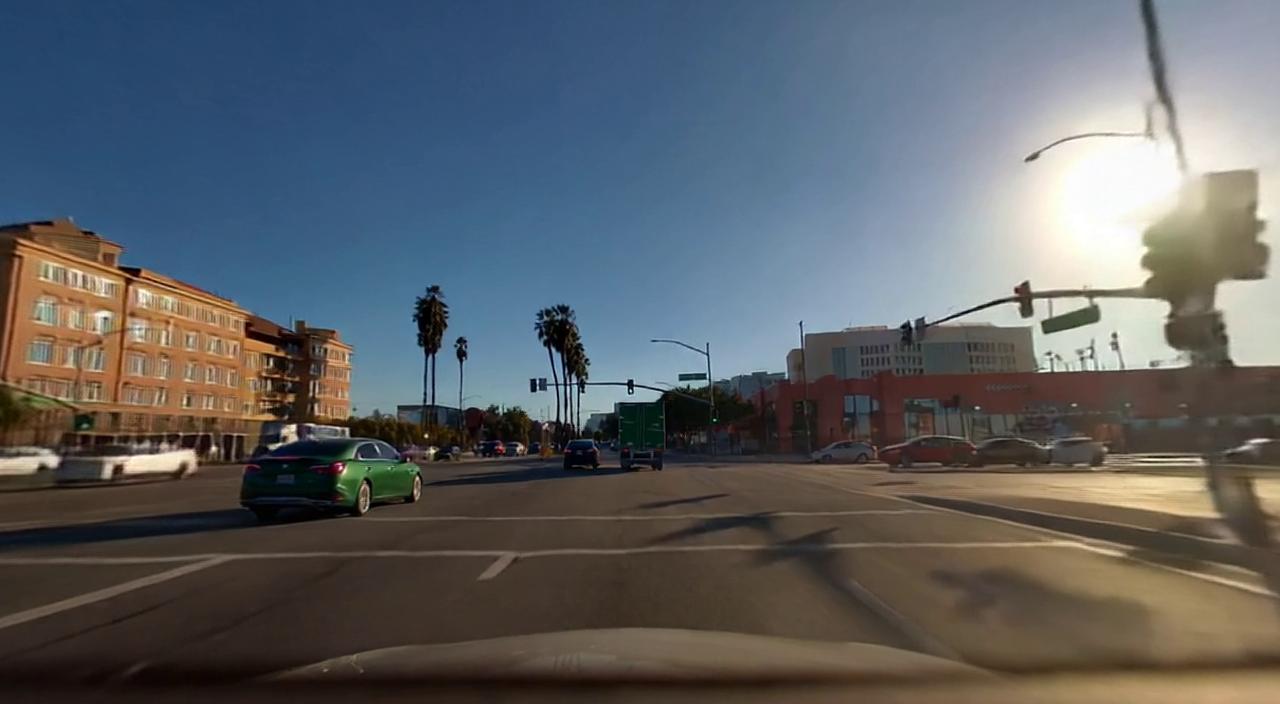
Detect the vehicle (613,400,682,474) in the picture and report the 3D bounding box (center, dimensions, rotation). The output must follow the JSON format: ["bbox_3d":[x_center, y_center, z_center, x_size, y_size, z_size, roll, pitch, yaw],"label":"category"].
[{"bbox_3d":[0.365,4.201,30.757,2.993,3.235,6.692,0,-9,0],"label":"vehicle"}]

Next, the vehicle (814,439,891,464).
[{"bbox_3d":[14.588,6.885,43.304,4.568,1.485,1.936,-2,-11,0],"label":"vehicle"}]

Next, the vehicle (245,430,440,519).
[{"bbox_3d":[-6.305,2.633,14.090,2.045,1.630,4.680,0,-9,0],"label":"vehicle"}]

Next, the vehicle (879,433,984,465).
[{"bbox_3d":[16.890,5.638,36.547,5.039,1.744,2.043,0,-9,0],"label":"vehicle"}]

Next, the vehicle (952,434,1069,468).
[{"bbox_3d":[19.421,5.234,33.101,4.831,1.529,1.966,-3,-10,0],"label":"vehicle"}]

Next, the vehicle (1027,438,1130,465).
[{"bbox_3d":[25.335,5.743,36.365,4.506,1.484,1.928,0,-9,0],"label":"vehicle"}]

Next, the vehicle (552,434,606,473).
[{"bbox_3d":[-2.982,5.126,31.896,2.178,1.826,4.933,0,-9,1],"label":"vehicle"}]

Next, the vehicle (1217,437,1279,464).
[{"bbox_3d":[36.385,5.667,36.123,4.337,1.487,1.949,0,-9,1],"label":"vehicle"}]

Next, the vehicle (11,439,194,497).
[{"bbox_3d":[-18.360,3.940,21.872,2.029,1.765,4.865,0,-9,0],"label":"vehicle"}]
